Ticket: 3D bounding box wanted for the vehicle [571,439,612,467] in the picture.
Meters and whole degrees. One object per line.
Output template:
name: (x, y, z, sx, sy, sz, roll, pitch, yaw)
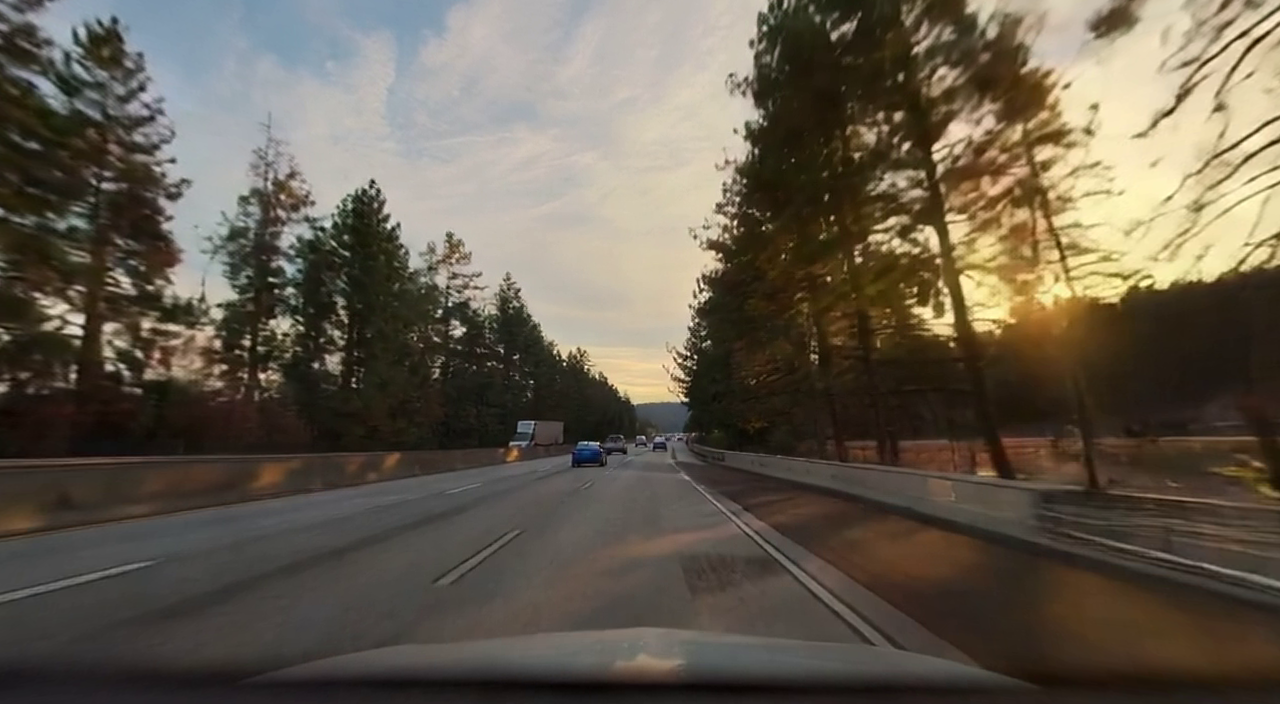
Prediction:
vehicle: (-2.893, 6.232, 38.765, 2.053, 1.589, 4.671, 0, -8, 2)
